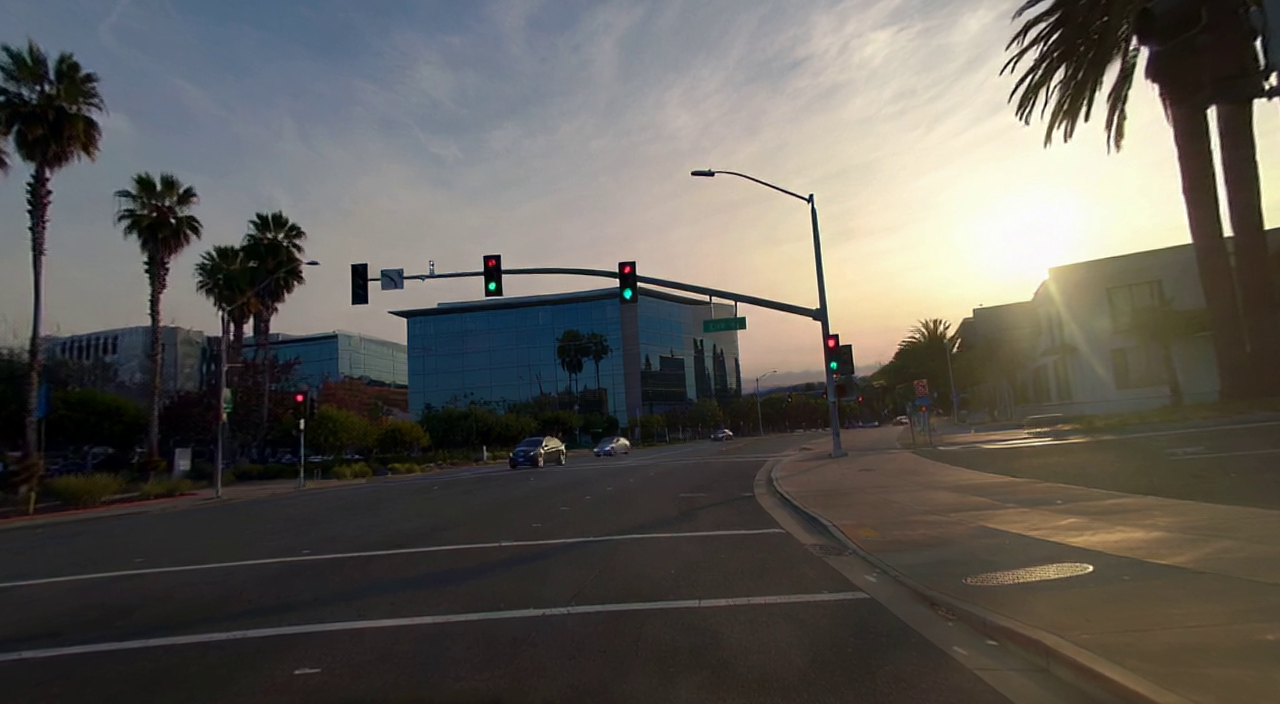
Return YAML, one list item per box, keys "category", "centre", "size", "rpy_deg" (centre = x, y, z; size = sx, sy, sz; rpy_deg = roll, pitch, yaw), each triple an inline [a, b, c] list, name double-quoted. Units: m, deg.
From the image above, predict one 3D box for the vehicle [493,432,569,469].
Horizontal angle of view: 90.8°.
- category: "vehicle"
  centre: [-5.671, 5.233, 33.633]
  size: [2.181, 1.792, 4.648]
  rpy_deg: [-3, -9, 16]
